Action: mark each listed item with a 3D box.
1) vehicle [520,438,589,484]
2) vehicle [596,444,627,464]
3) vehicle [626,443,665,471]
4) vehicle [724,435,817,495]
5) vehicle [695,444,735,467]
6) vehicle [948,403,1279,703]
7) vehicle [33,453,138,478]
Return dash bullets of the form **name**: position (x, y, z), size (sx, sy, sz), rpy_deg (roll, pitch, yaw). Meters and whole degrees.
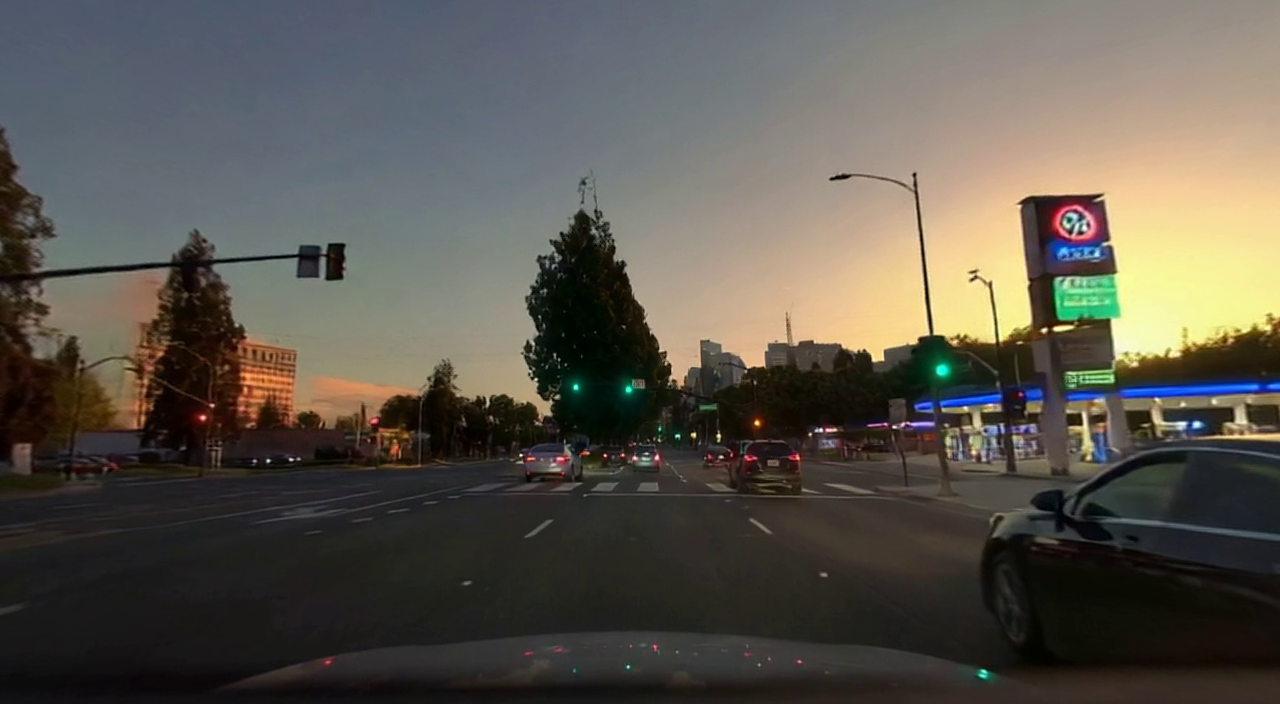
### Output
- **vehicle**: position (-3.223, 4.195, 24.516), size (2.023, 1.607, 4.086), rpy_deg (0, -8, 1)
- **vehicle**: position (-2.149, 7.975, 49.270), size (2.192, 1.463, 4.211), rpy_deg (0, -8, 1)
- **vehicle**: position (0.286, 5.915, 35.875), size (2.104, 1.477, 4.591), rpy_deg (0, -8, 0)
- **vehicle**: position (3.979, 3.513, 19.974), size (2.022, 1.683, 4.171), rpy_deg (0, -8, -1)
- **vehicle**: position (5.017, 6.996, 42.808), size (2.174, 1.462, 4.400), rpy_deg (0, -8, 1)
- **vehicle**: position (3.596, 0.997, 2.790), size (2.038, 1.499, 4.868), rpy_deg (0, -8, 1)
- **vehicle**: position (-34.136, 6.977, 38.890), size (4.652, 1.453, 1.945), rpy_deg (0, -8, 1)
